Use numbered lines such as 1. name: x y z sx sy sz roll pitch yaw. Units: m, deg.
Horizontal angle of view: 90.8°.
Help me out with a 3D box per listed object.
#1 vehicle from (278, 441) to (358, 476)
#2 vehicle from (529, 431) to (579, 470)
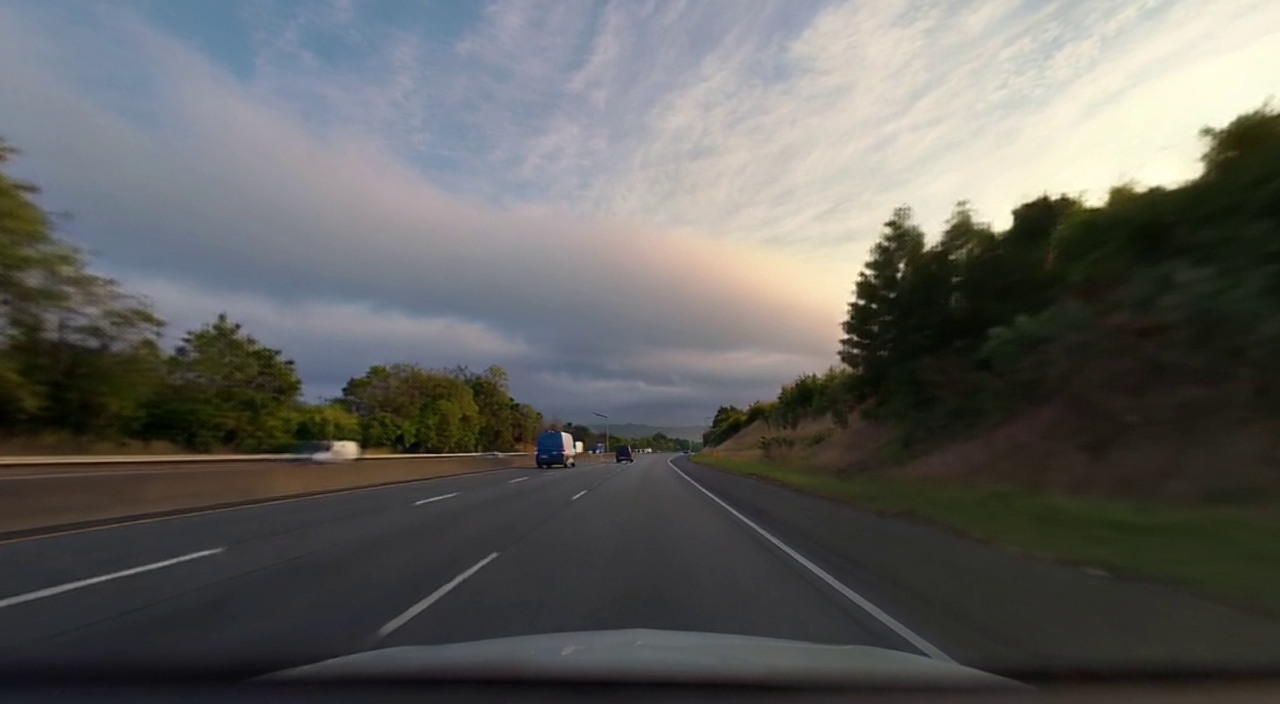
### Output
1. vehicle: -18.452 6.146 36.454 2.079 1.855 4.725 0 -9 1
2. vehicle: -5.829 6.800 43.489 2.449 2.471 6.130 0 -9 1
